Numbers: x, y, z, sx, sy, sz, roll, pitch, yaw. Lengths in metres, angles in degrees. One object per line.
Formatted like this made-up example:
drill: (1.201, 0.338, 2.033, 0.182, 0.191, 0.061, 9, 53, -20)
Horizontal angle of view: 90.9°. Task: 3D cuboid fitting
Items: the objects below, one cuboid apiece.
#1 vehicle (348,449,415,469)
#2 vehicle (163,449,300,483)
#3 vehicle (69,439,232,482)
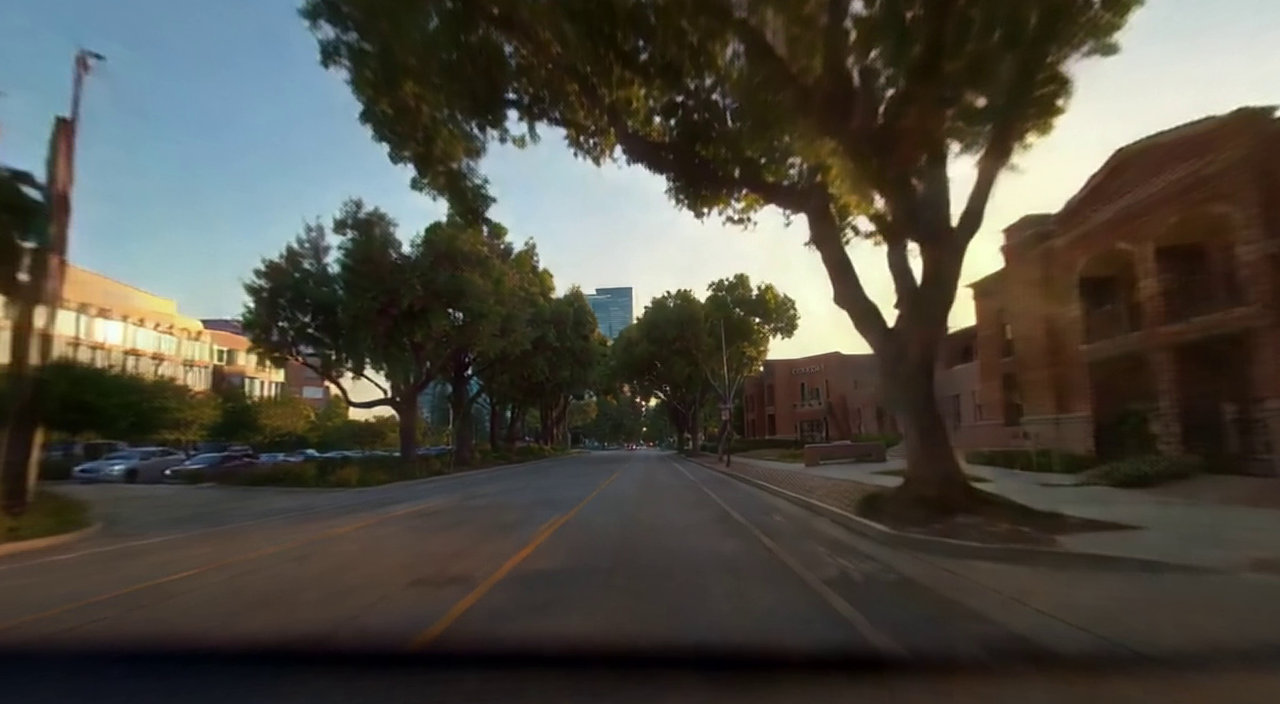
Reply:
vehicle: (-18.930, 7.855, 46.271, 4.005, 1.433, 1.953, 0, -8, 0)
vehicle: (-19.342, 5.385, 29.990, 5.091, 1.530, 1.982, 0, -8, -1)
vehicle: (-19.143, 4.250, 24.802, 4.699, 1.558, 2.113, 0, -9, 4)
